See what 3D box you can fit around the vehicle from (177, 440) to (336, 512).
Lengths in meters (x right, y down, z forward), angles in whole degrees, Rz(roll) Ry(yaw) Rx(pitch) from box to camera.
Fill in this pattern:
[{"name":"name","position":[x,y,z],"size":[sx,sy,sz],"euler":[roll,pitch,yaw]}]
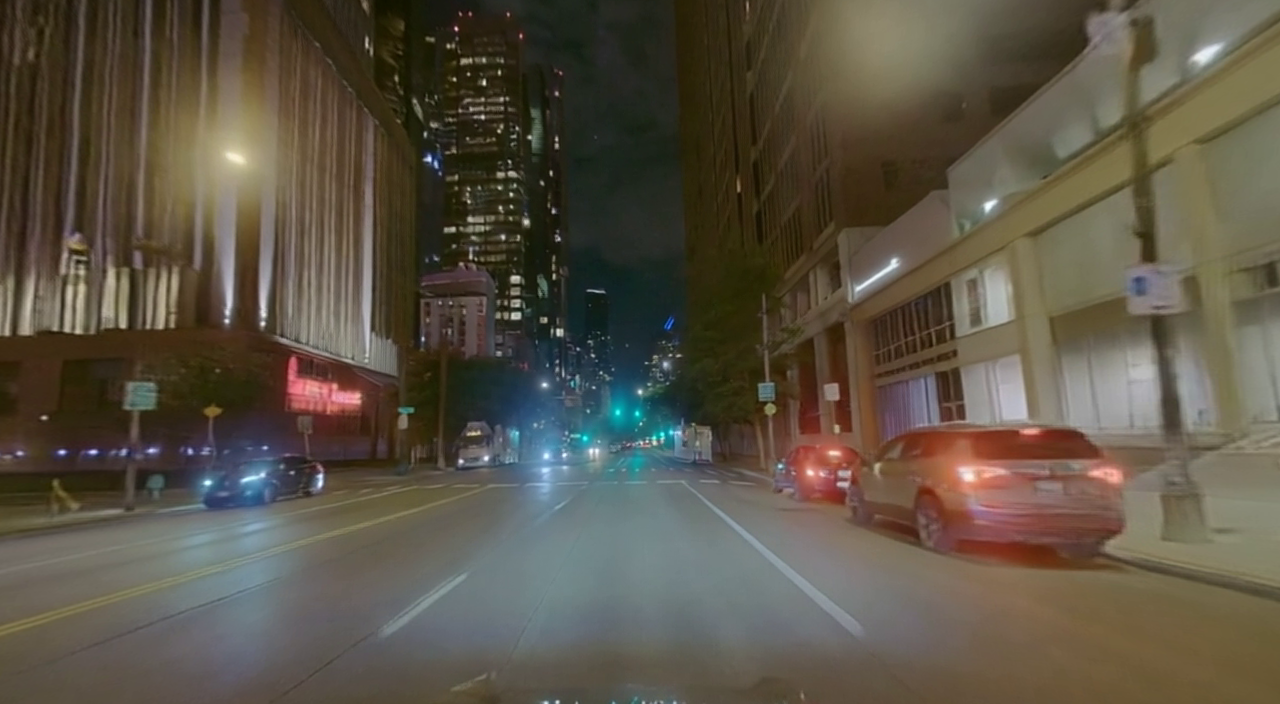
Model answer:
[{"name":"vehicle","position":[-11.128,3.617,18.814],"size":[2.039,1.770,4.445],"euler":[-3,-9,-1]}]

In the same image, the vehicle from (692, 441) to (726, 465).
[{"name":"vehicle","position":[4.559,6.717,42.218],"size":[1.891,1.535,4.068],"euler":[0,-8,1]}]

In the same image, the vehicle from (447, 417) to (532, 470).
[{"name":"vehicle","position":[-11.046,6.961,48.024],"size":[3.049,3.345,12.614],"euler":[-3,-8,1]}]

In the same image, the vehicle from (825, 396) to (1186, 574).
[{"name":"vehicle","position":[4.743,1.825,9.552],"size":[2.237,1.908,5.320],"euler":[0,-8,0]}]
